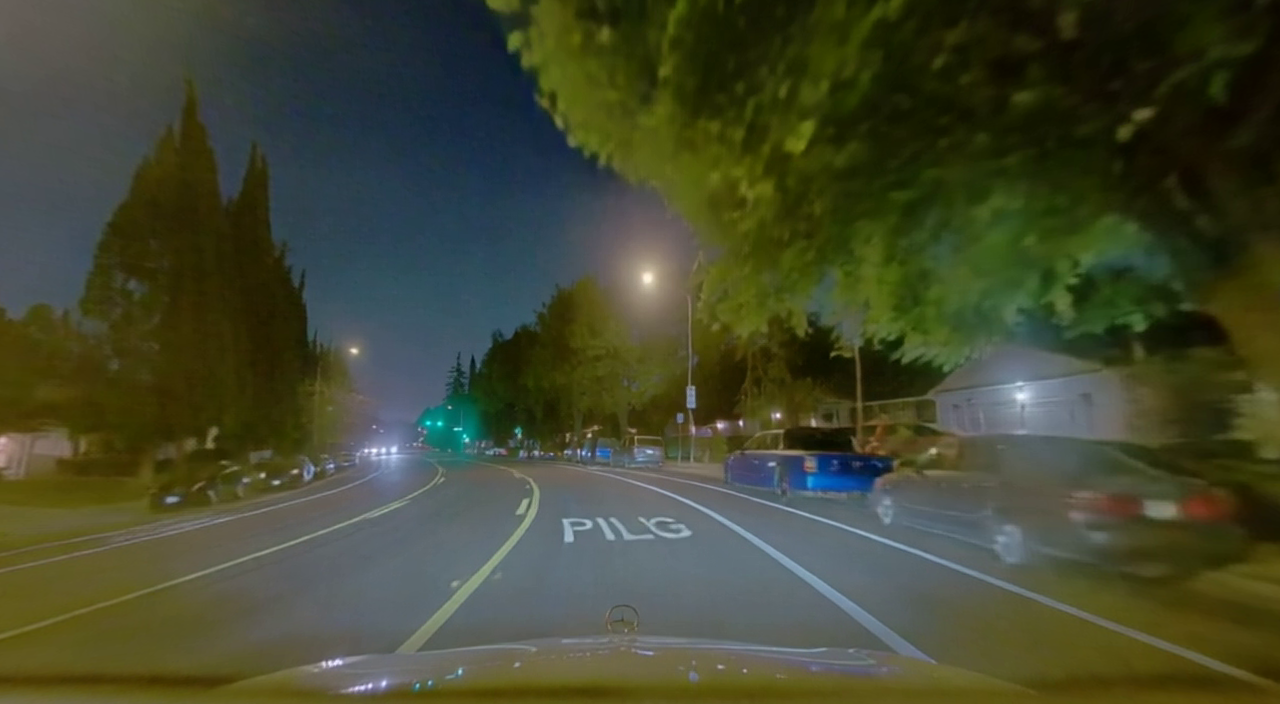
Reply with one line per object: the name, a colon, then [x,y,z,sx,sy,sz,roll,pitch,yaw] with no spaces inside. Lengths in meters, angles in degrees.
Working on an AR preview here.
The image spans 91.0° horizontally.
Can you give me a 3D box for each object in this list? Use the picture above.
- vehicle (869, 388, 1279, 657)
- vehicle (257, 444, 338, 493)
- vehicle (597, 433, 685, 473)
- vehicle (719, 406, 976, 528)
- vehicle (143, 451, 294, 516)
vehicle: [4.910,1.526,6.897,1.954,1.732,6.409,2,-8,-5]
vehicle: [-15.557,5.254,28.879,1.992,1.677,4.499,-5,-6,-13]
vehicle: [-0.165,5.200,32.535,2.723,1.785,7.174,3,-9,-15]
vehicle: [3.931,2.396,13.880,2.402,1.889,6.910,4,-9,-9]
vehicle: [-13.175,4.056,20.089,2.292,1.499,4.661,-4,-7,-11]
